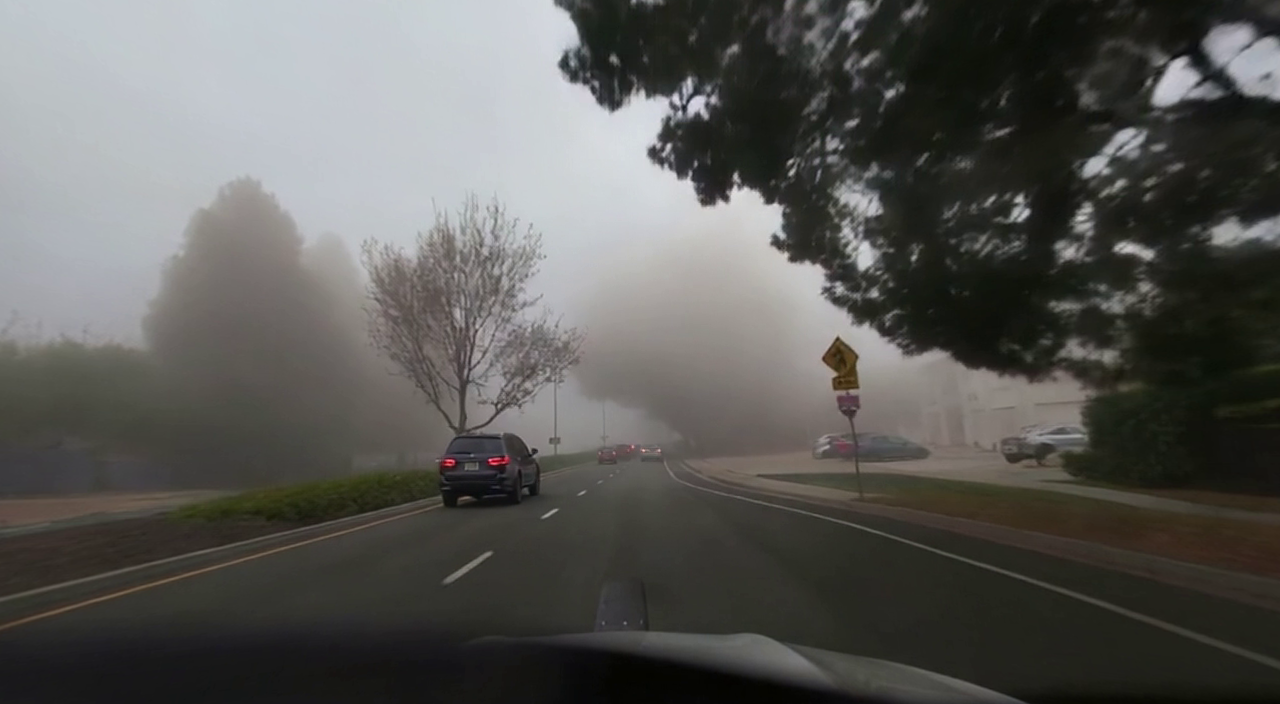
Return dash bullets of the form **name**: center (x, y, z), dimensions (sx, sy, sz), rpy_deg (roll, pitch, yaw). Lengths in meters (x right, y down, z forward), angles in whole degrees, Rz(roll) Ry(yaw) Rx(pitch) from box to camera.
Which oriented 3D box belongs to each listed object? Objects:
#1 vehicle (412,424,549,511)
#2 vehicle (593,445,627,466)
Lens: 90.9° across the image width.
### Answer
- **vehicle**: center (-3.612, 2.695, 15.238), dimensions (2.073, 1.770, 4.302), rpy_deg (0, -8, 2)
- **vehicle**: center (-2.203, 7.746, 47.353), dimensions (2.119, 1.494, 4.624), rpy_deg (0, -8, 2)
